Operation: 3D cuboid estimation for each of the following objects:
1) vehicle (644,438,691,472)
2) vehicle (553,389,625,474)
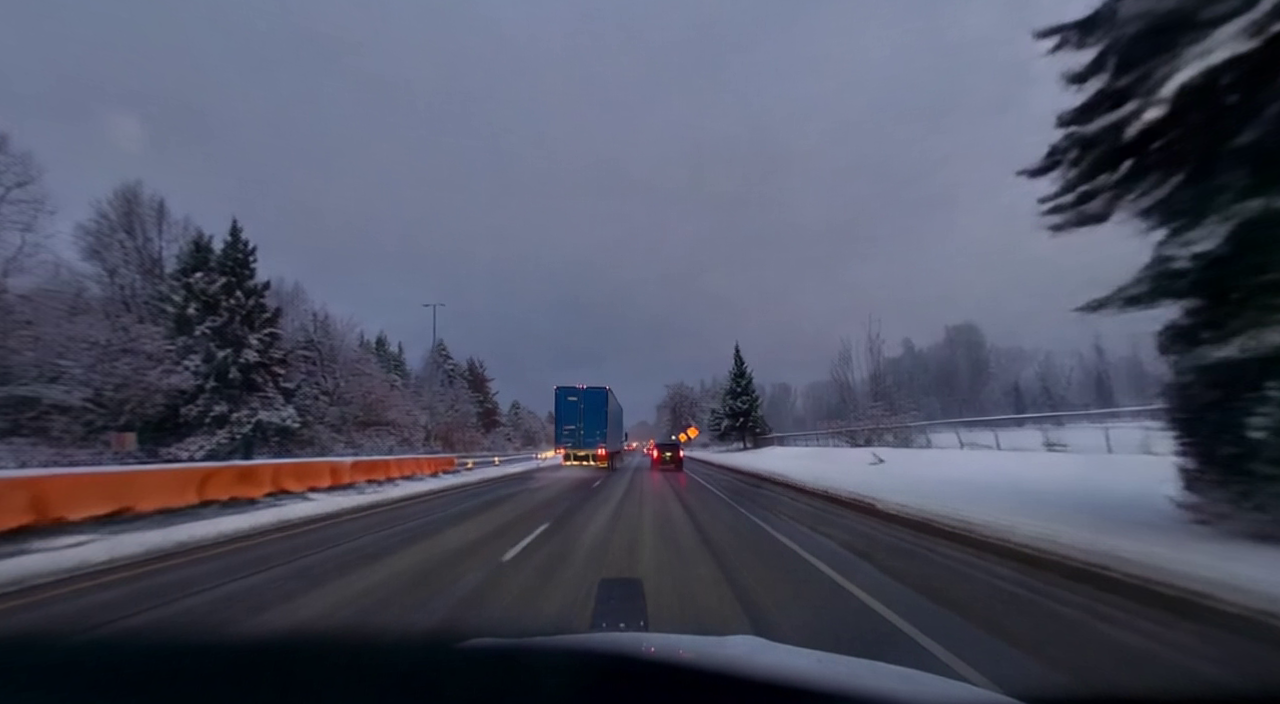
[{"bbox_3d":[1.386,5.470,33.751,2.304,1.675,4.462,0,-8,0],"label":"vehicle"},{"bbox_3d":[-2.662,4.987,38.691,2.906,4.115,15.715,0,-8,1],"label":"vehicle"}]
